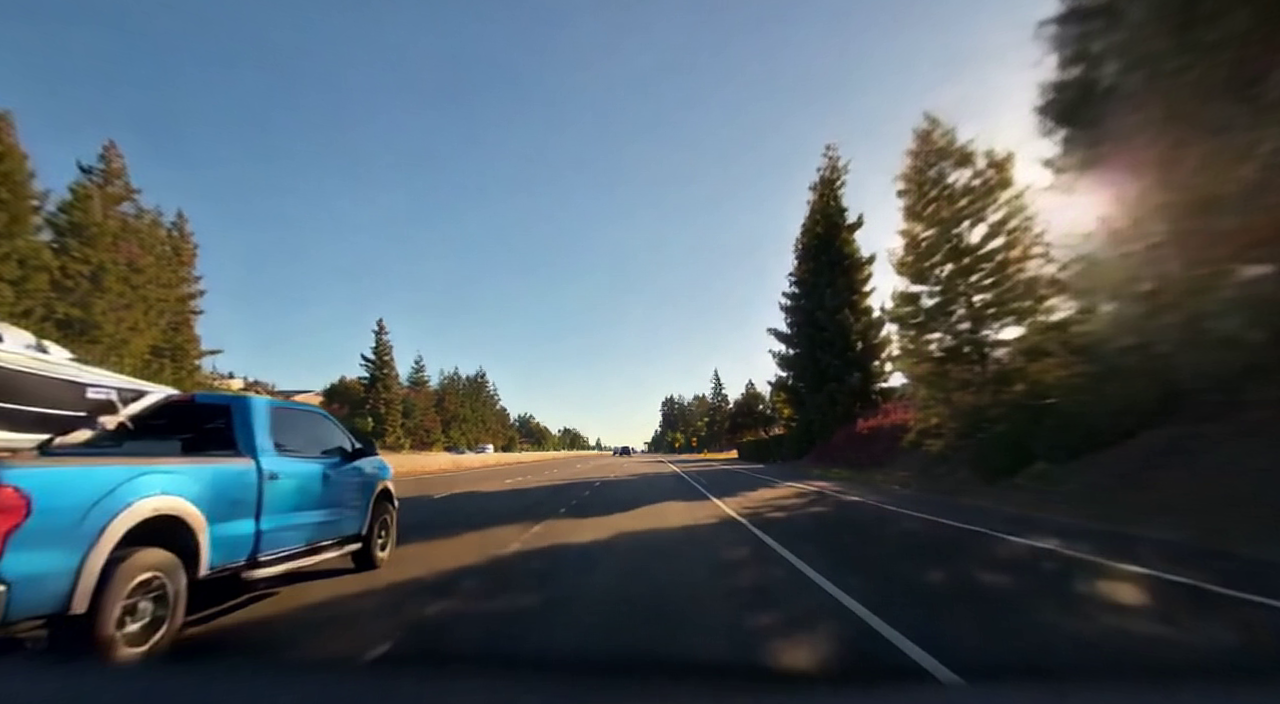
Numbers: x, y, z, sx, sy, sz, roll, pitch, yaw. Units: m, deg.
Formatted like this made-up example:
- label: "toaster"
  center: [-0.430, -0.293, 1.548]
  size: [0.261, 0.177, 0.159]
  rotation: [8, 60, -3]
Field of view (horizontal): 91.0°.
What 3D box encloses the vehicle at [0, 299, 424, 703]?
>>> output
- label: "vehicle"
  center: [-3.401, 0.977, 3.930]
  size: [2.202, 1.836, 5.009]
  rotation: [0, -9, 1]
